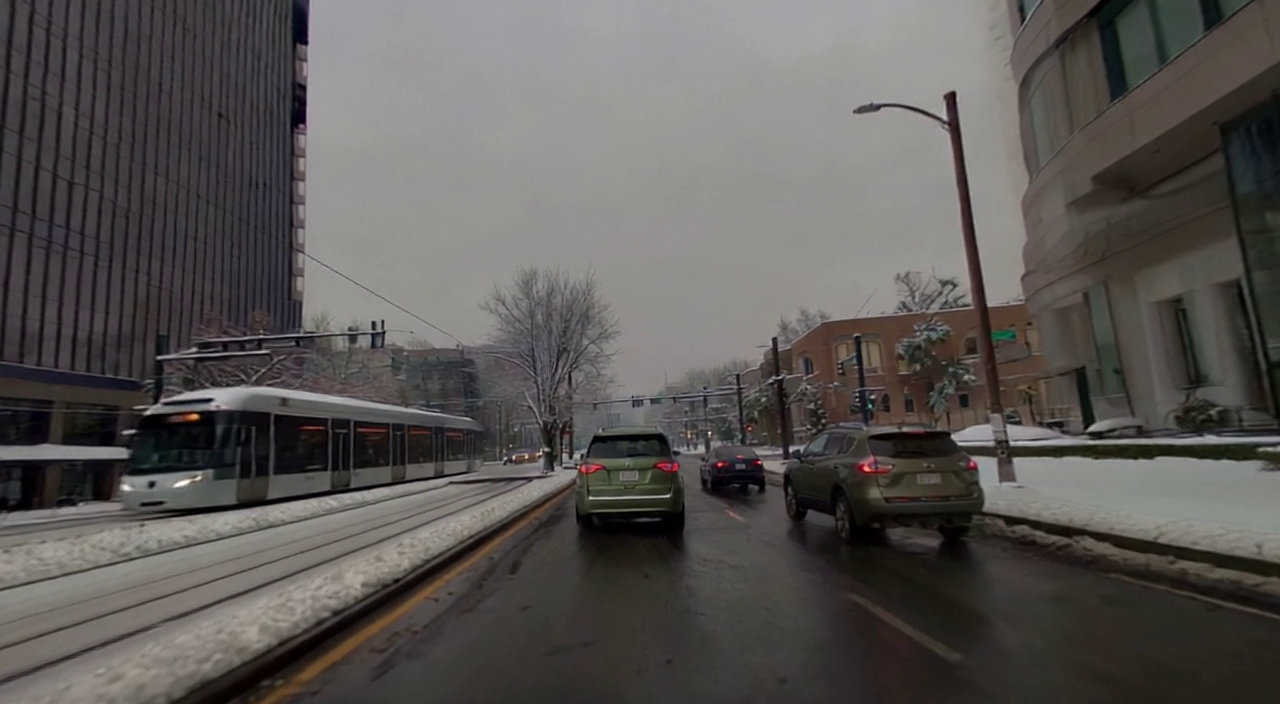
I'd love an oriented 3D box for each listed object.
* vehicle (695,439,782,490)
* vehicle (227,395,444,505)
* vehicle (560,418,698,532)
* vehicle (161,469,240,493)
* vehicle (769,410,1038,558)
[{"bbox_3d":[3.095,3.642,20.789,1.993,1.480,4.324,0,-8,-2],"label":"vehicle"},{"bbox_3d":[-10.990,3.762,24.730,3.053,3.359,10.539,0,-8,1],"label":"vehicle"},{"bbox_3d":[-0.223,2.253,12.155,2.178,1.779,4.255,0,-8,-1],"label":"vehicle"},{"bbox_3d":[-34.079,10.002,49.044,4.726,1.458,1.770,-3,-11,-2],"label":"vehicle"},{"bbox_3d":[3.563,1.884,9.766,2.029,1.717,4.624,0,-8,-2],"label":"vehicle"}]
